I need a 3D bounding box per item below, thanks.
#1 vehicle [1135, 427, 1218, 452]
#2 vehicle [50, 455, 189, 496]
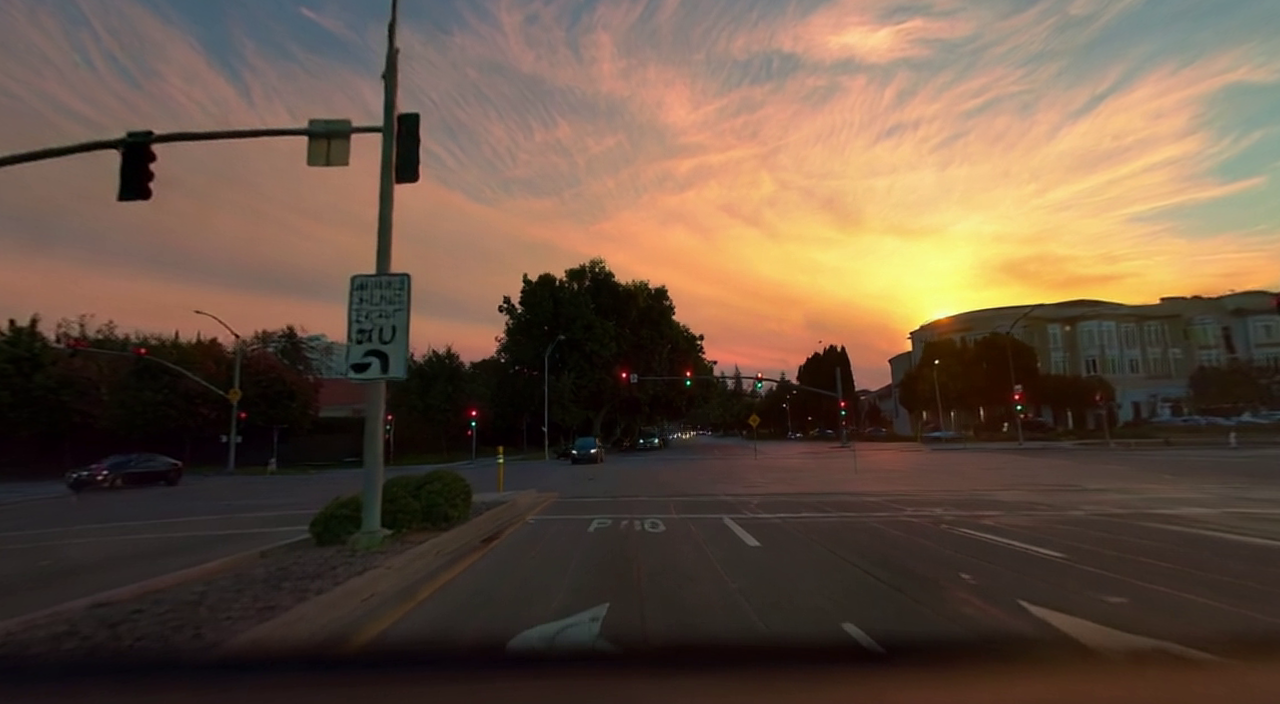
[{"bbox_3d":[40.200,6.614,47.536,2.173,1.751,4.931,-1,-8,5],"label":"vehicle"},{"bbox_3d":[-24.428,5.775,29.745,4.706,1.734,2.253,-1,-8,6],"label":"vehicle"}]
